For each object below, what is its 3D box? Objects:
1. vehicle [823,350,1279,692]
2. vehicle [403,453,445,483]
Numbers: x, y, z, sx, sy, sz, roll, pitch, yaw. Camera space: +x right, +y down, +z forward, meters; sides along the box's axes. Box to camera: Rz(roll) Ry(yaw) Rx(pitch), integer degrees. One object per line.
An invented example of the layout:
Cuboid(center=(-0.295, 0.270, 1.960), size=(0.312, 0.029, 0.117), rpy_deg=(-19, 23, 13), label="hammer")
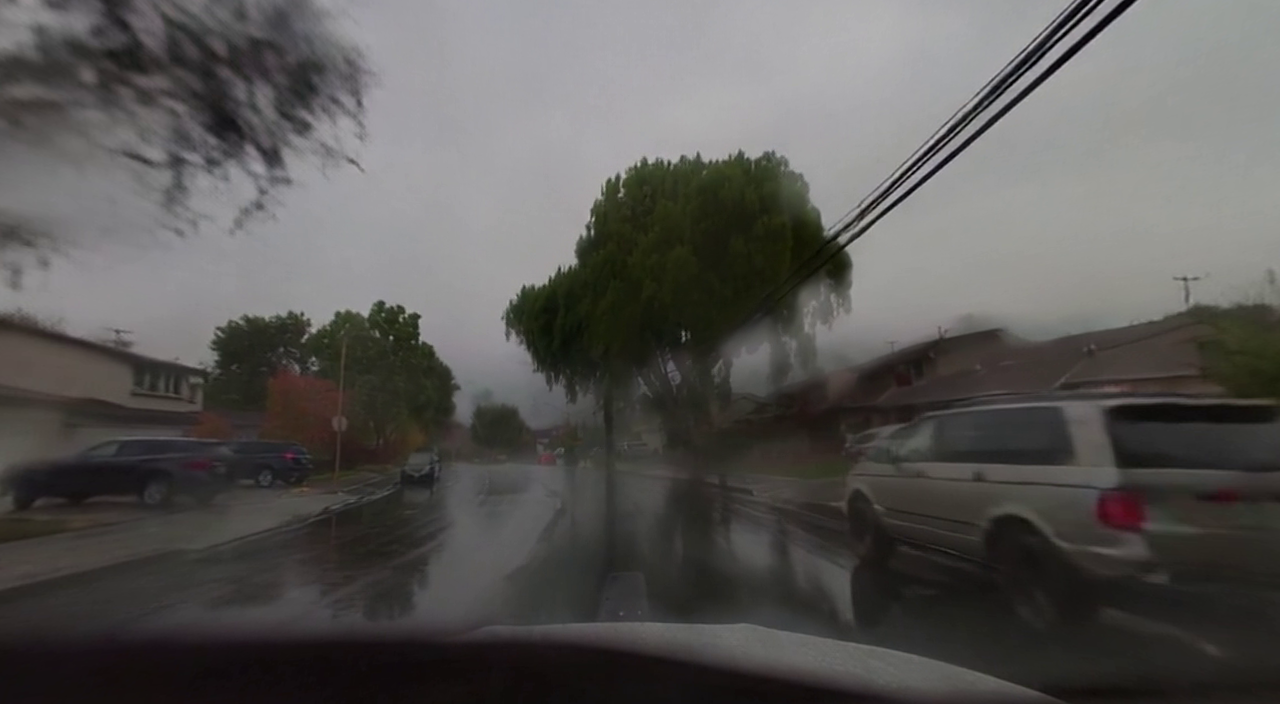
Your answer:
Cuboid(center=(3.704, 1.313, 6.119), size=(2.214, 1.962, 4.733), rpy_deg=(0, -9, -3), label="vehicle")
Cuboid(center=(-11.850, 6.346, 34.828), size=(1.902, 1.434, 4.313), rpy_deg=(2, -9, -15), label="vehicle")
